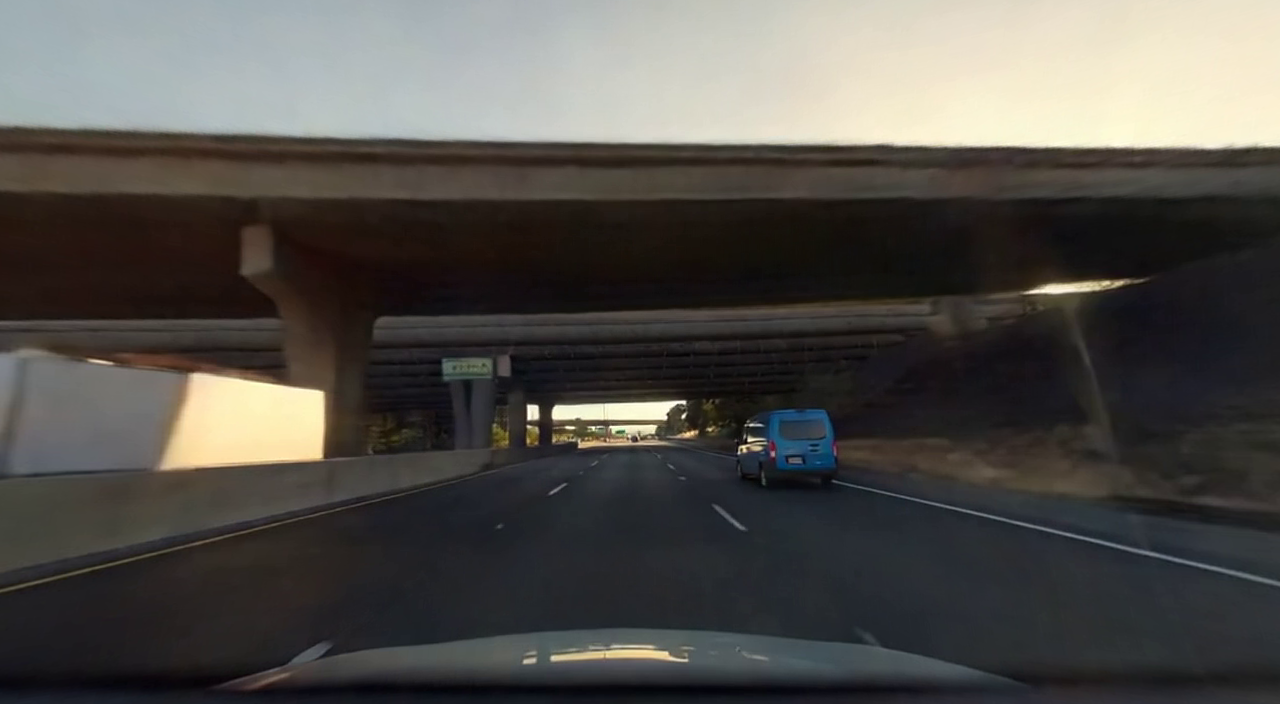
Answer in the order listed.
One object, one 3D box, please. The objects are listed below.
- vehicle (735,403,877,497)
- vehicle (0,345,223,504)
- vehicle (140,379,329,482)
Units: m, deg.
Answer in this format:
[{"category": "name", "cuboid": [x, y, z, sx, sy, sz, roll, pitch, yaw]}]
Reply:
[{"category": "vehicle", "cuboid": [3.929, 2.433, 15.902, 2.161, 2.002, 4.631, 0, -8, -2]}, {"category": "vehicle", "cuboid": [-17.144, 2.198, 18.298, 3.018, 3.854, 10.404, 0, -8, -1]}, {"category": "vehicle", "cuboid": [-17.263, 3.520, 27.787, 2.854, 3.820, 8.298, 0, -8, -1]}]
